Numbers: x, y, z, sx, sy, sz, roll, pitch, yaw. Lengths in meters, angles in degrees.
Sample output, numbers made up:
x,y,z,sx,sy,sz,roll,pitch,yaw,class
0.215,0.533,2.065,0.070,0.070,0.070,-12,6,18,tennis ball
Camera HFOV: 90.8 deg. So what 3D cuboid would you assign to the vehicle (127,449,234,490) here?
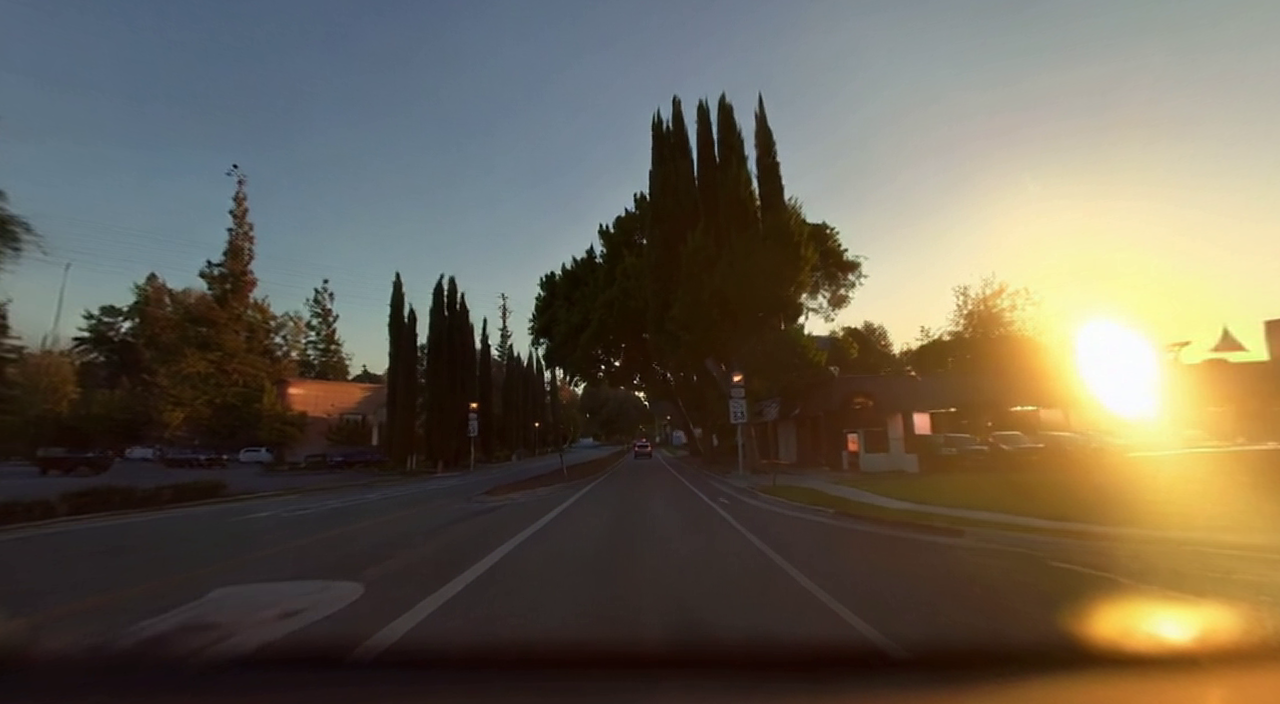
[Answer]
x,y,z,sx,sy,sz,roll,pitch,yaw,class
-18.460,4.683,25.658,2.061,1.475,4.357,2,-9,-16,vehicle
